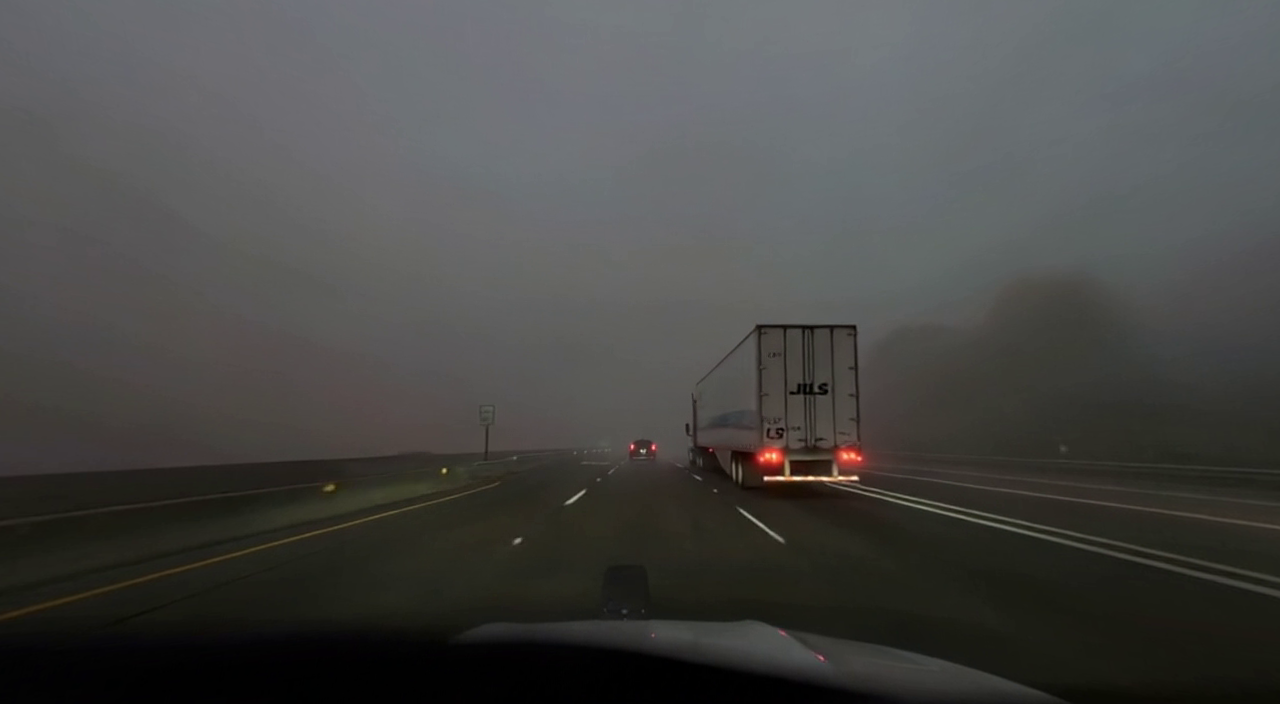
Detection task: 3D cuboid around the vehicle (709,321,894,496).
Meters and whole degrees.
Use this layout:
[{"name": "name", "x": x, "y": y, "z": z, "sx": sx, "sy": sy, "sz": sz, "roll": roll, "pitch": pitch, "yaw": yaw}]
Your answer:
[{"name": "vehicle", "x": 4.272, "y": 2.021, "z": 19.746, "sx": 3.014, "sy": 4.068, "sz": 10.359, "roll": 0, "pitch": -8, "yaw": 0}]

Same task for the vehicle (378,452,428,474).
[{"name": "vehicle", "x": -17.236, "y": 8.059, "z": 46.030, "sx": 1.816, "sy": 1.454, "sz": 4.458, "roll": 0, "pitch": -8, "yaw": 1}]

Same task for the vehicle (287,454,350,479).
[{"name": "vehicle", "x": -20.732, "y": 7.358, "z": 40.733, "sx": 1.853, "sy": 1.463, "sz": 4.132, "roll": 0, "pitch": -8, "yaw": 0}]

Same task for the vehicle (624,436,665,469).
[{"name": "vehicle", "x": 0.255, "y": 5.326, "z": 33.549, "sx": 2.050, "sy": 1.654, "sz": 4.192, "roll": 0, "pitch": -8, "yaw": 0}]
